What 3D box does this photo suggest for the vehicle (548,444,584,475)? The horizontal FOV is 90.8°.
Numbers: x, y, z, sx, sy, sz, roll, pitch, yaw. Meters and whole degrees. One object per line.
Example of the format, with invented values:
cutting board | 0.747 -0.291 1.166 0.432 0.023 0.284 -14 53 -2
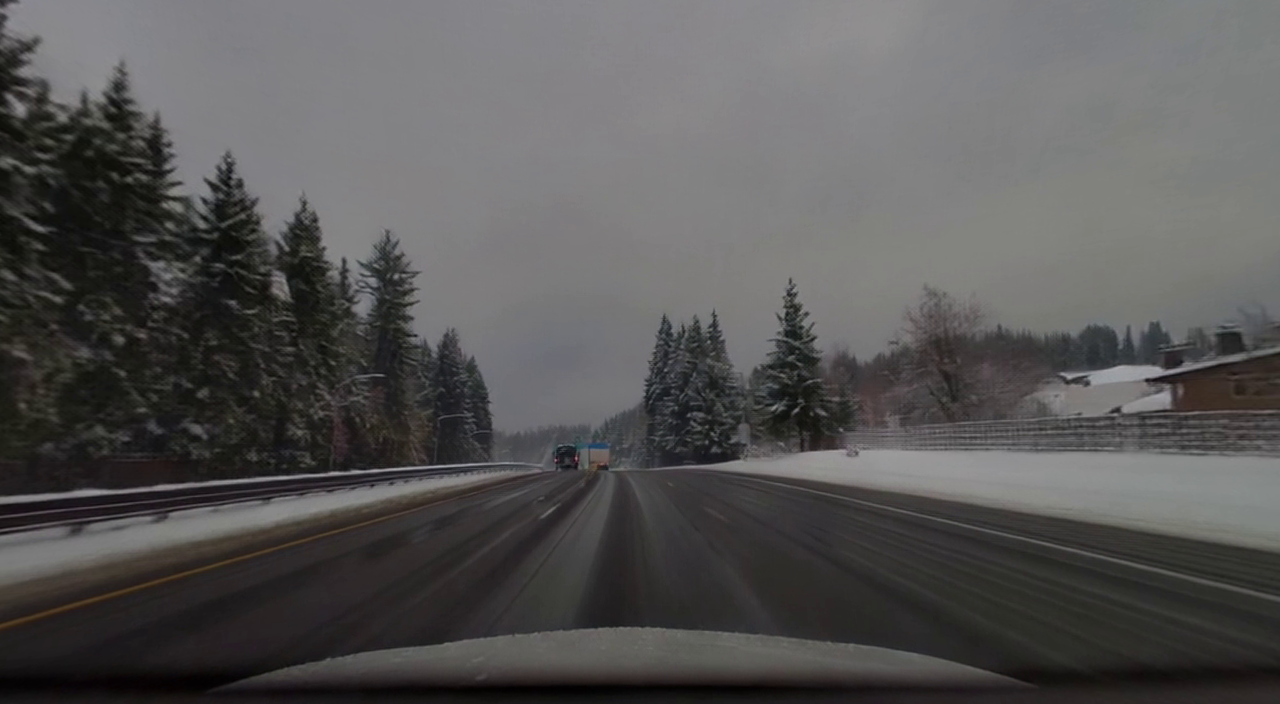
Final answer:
vehicle | -5.610 8.180 48.359 2.323 2.252 4.808 0 -8 -2
